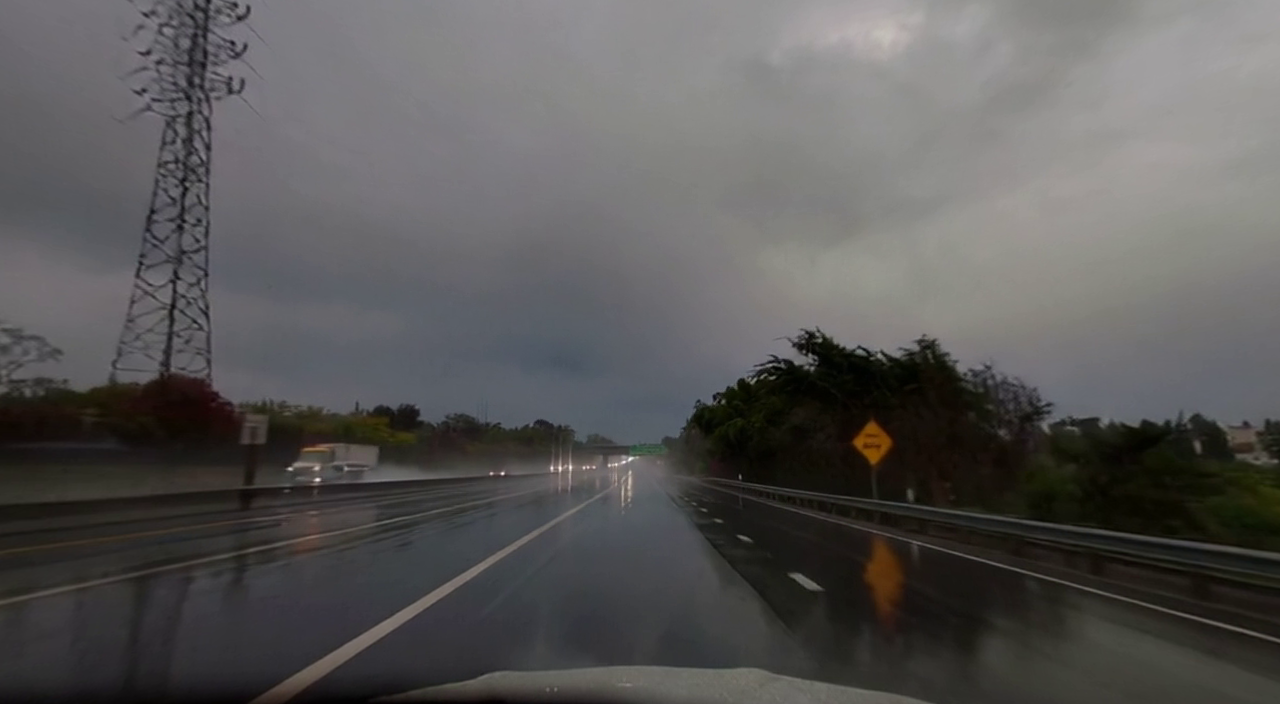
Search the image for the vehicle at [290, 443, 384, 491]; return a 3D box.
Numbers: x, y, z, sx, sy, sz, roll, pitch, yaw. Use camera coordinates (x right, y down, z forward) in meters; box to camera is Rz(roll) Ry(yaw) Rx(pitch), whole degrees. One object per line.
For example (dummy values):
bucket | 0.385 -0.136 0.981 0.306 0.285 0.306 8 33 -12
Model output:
vehicle | -20.336 7.815 42.686 2.644 2.909 6.992 0 -11 1
